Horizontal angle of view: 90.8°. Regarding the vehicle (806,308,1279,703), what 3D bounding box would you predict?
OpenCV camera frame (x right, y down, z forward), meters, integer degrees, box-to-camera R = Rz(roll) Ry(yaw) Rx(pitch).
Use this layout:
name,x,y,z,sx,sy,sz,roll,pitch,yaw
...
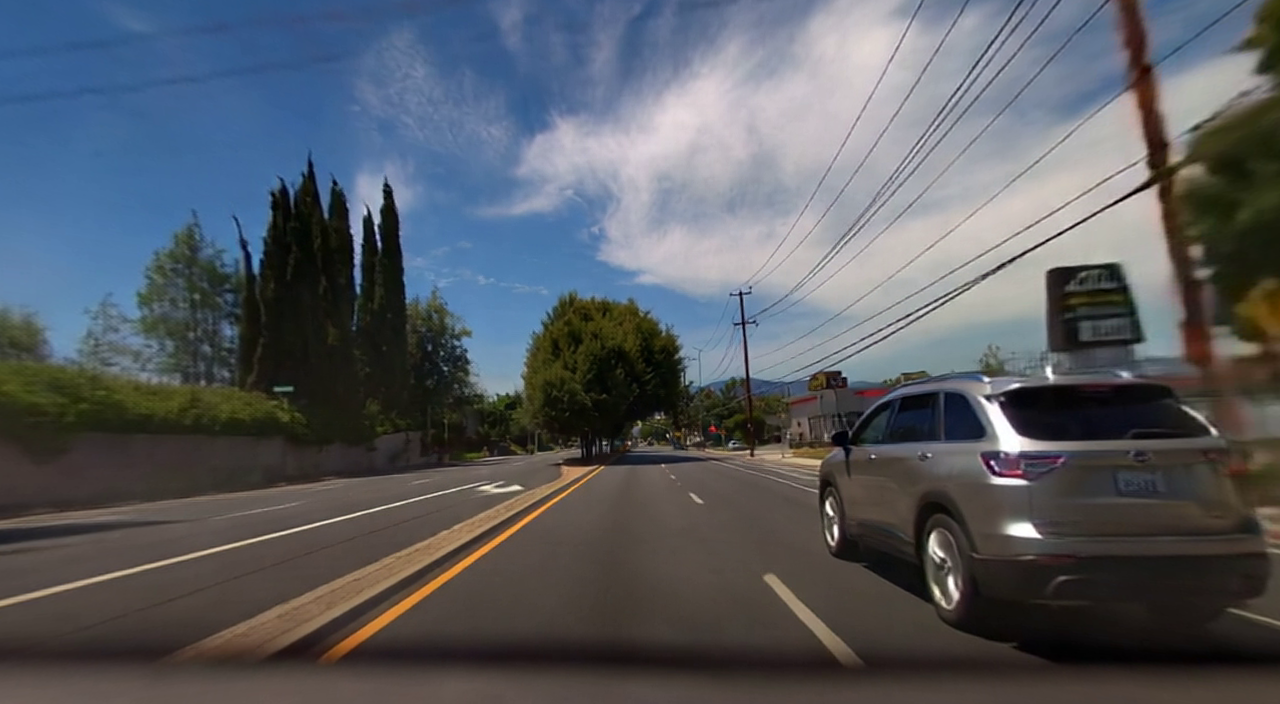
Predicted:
name,x,y,z,sx,sy,sz,roll,pitch,yaw
vehicle,3.008,1.049,4.961,2.060,1.820,4.713,0,-8,-1
